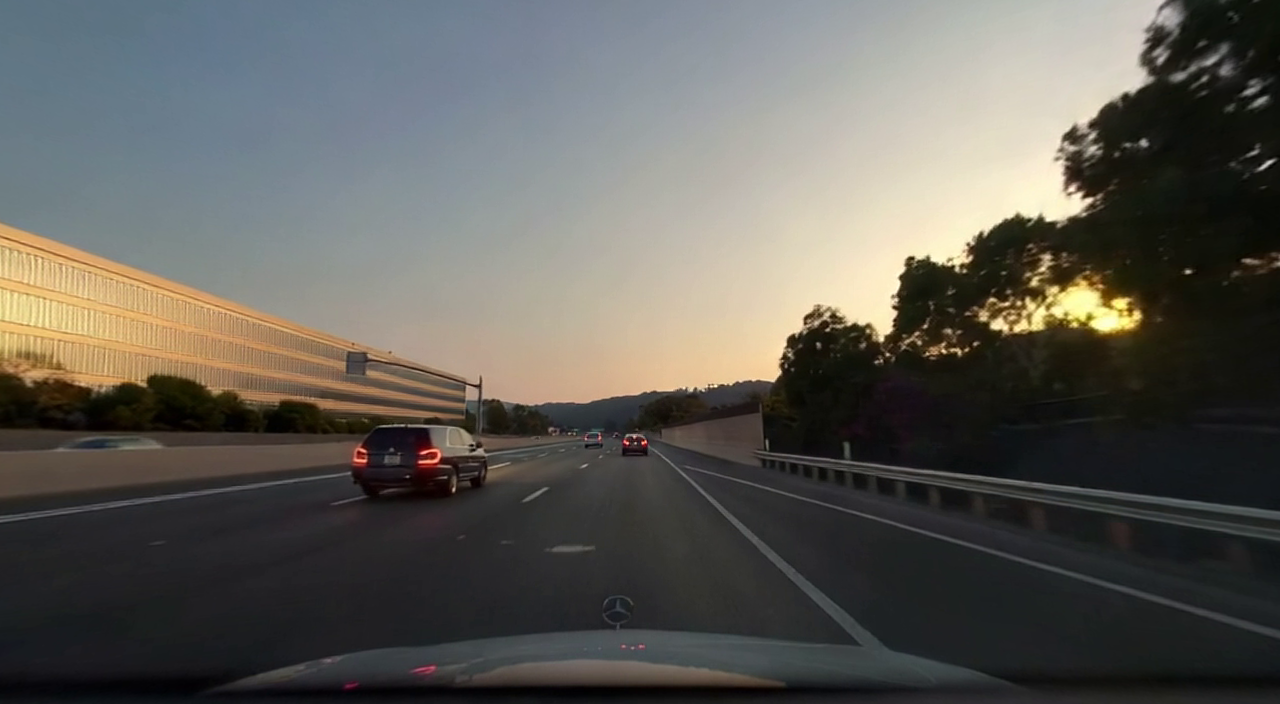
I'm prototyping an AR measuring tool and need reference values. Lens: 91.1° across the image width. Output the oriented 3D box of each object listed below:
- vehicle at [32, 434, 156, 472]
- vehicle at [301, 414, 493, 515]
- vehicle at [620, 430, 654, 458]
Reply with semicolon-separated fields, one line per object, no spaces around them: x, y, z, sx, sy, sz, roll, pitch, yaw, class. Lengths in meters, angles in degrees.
-23.596;4.360;27.404;1.803;1.491;3.941;0;-8;1;vehicle
-4.457;2.128;12.442;2.036;1.612;4.510;0;-8;-1;vehicle
-0.207;5.669;38.829;2.036;1.637;4.009;0;-8;-1;vehicle
